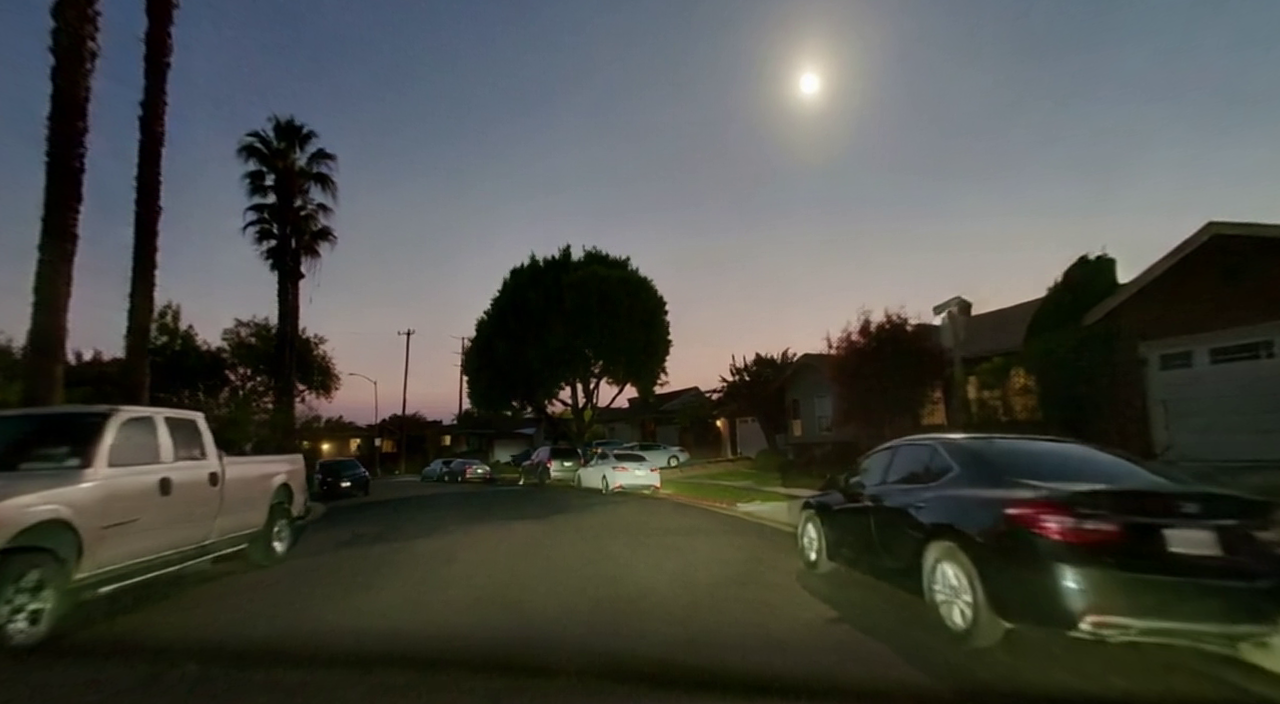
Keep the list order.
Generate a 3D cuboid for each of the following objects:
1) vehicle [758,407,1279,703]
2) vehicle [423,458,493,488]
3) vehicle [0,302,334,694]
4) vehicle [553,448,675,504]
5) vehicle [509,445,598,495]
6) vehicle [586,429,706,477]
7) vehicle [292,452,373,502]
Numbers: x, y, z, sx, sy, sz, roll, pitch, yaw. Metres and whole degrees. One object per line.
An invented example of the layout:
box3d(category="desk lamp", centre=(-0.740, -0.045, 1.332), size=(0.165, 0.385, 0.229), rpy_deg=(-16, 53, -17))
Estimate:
box3d(category="vehicle", centre=(2.635, 1.382, 5.410), size=(1.927, 1.522, 4.728), rpy_deg=(1, -8, -5))
box3d(category="vehicle", centre=(-10.479, 6.883, 36.031), size=(2.006, 1.484, 4.768), rpy_deg=(7, -11, -40))
box3d(category="vehicle", centre=(-5.293, 1.362, 6.070), size=(2.337, 2.289, 6.092), rpy_deg=(-7, -8, -9))
box3d(category="vehicle", centre=(-0.997, 3.850, 20.195), size=(2.108, 1.503, 4.977), rpy_deg=(4, -9, -25))
box3d(category="vehicle", centre=(-3.528, 4.590, 24.988), size=(1.918, 1.753, 4.655), rpy_deg=(5, -10, -29))
box3d(category="vehicle", centre=(0.319, 4.972, 31.237), size=(5.510, 2.121, 2.129), rpy_deg=(-1, -9, 20))
box3d(category="vehicle", centre=(-13.327, 5.344, 27.115), size=(2.026, 1.816, 4.532), rpy_deg=(2, -9, -41))
